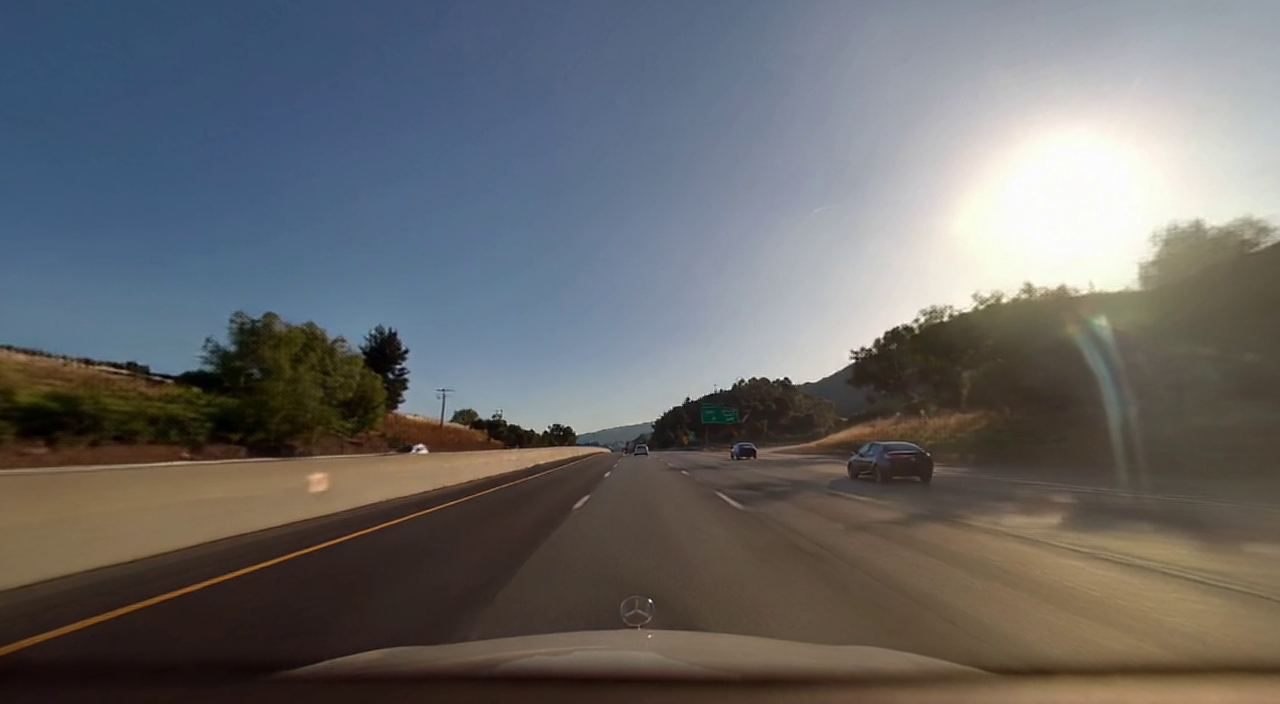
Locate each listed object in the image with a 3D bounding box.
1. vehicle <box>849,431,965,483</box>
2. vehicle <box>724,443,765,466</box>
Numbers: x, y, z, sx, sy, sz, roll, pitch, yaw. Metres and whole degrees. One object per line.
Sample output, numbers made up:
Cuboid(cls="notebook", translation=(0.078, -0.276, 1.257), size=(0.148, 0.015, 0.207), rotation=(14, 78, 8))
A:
Cuboid(cls="vehicle", translation=(10.959, 4.380, 26.473), size=(2.387, 1.936, 5.646), rotation=(0, -9, 0))
Cuboid(cls="vehicle", translation=(7.328, 7.234, 44.519), size=(2.053, 1.553, 4.463), rotation=(0, -9, -1))
